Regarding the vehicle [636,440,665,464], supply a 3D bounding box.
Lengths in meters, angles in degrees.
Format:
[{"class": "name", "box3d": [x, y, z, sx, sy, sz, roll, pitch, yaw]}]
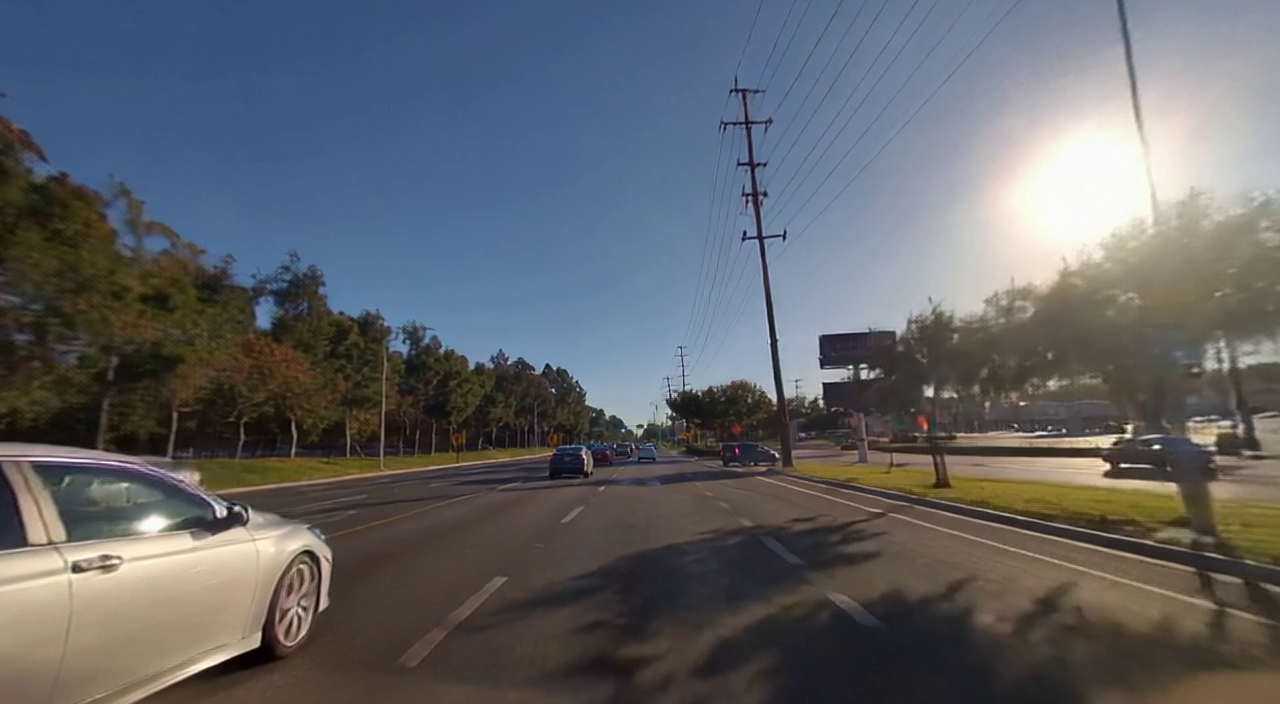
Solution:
[{"class": "vehicle", "box3d": [0.775, 7.675, 48.559, 2.155, 1.781, 3.977, 0, -9, 1]}]

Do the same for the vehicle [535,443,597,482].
[{"class": "vehicle", "box3d": [-2.910, 4.457, 25.704, 1.982, 1.451, 4.152, 0, -9, 1]}]

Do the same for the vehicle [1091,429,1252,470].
[{"class": "vehicle", "box3d": [20.943, 3.857, 25.013, 4.392, 1.535, 2.131, 0, -9, 1]}]

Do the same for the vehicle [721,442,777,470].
[{"class": "vehicle", "box3d": [6.408, 6.009, 36.629, 2.062, 1.541, 4.420, -4, -9, 26]}]

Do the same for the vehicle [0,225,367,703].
[{"class": "vehicle", "box3d": [-3.076, 0.539, 1.279, 2.381, 1.961, 5.563, 0, -9, 2]}]
